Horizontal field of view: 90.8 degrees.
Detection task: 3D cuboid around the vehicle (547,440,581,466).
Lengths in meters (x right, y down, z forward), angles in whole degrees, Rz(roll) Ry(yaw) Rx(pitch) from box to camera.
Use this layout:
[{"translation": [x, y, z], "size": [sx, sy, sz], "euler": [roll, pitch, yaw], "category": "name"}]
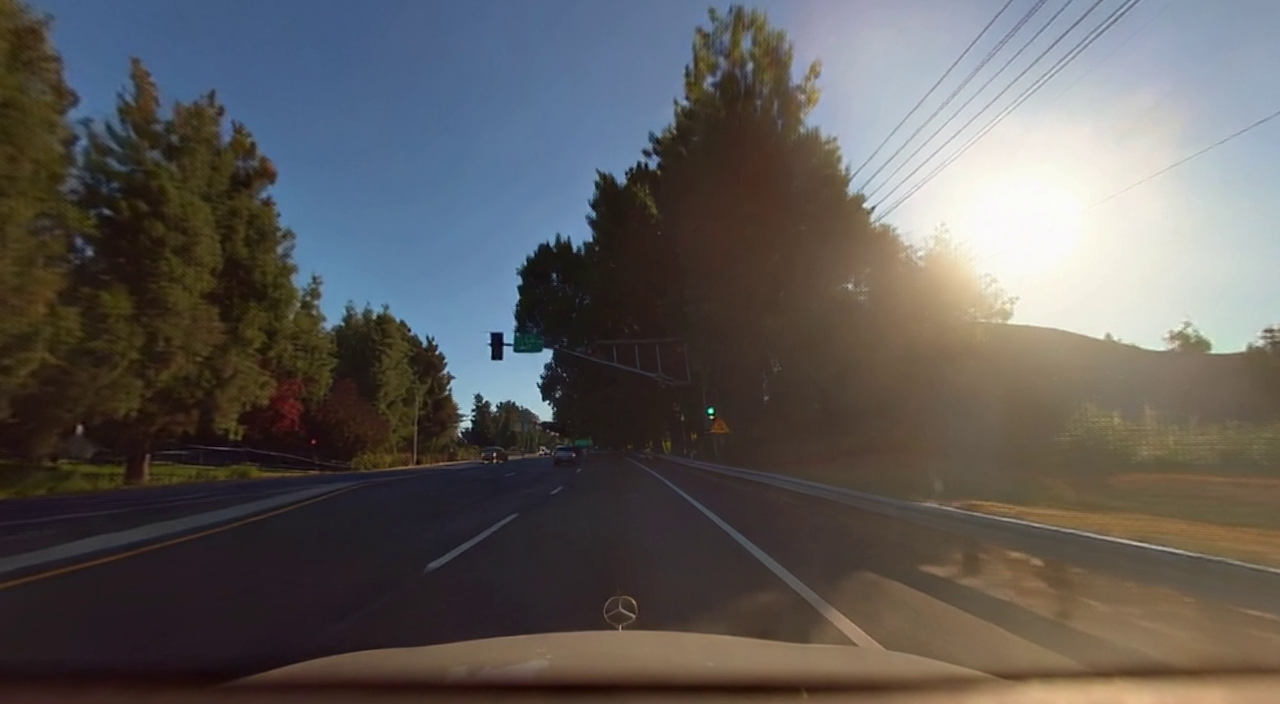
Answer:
[{"translation": [-5.884, 7.881, 49.380], "size": [2.246, 1.885, 5.275], "euler": [1, -9, -3], "category": "vehicle"}]
